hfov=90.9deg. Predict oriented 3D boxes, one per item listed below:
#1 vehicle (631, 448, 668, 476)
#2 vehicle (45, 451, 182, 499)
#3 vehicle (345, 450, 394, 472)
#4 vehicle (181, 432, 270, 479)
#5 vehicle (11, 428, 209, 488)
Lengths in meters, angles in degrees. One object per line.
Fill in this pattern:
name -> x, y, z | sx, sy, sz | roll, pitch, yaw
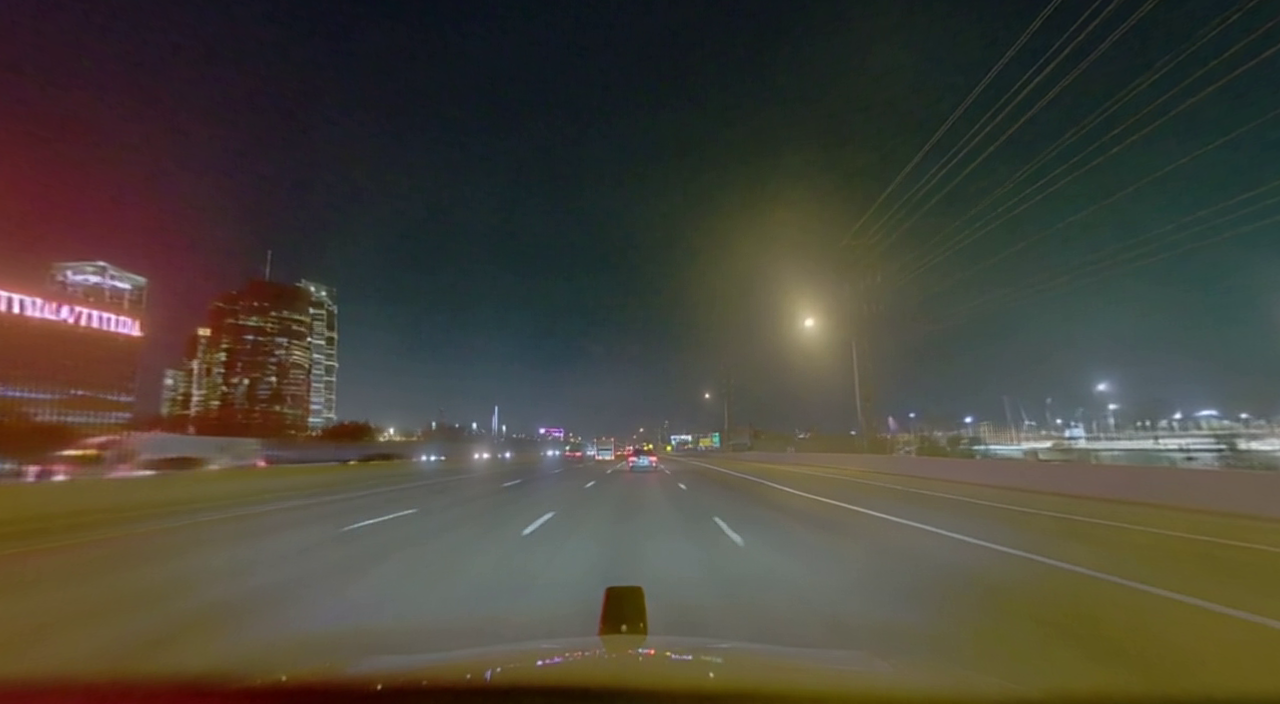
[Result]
vehicle -> 0.474, 5.965, 34.485 | 1.891, 1.444, 3.968 | 0, -8, 0
vehicle -> -16.581, 3.847, 20.080 | 1.440, 1.339, 3.287 | -1, -9, 2
vehicle -> -20.388, 8.196, 47.658 | 1.865, 1.501, 3.752 | -1, -8, 3
vehicle -> -30.399, 7.550, 46.544 | 2.799, 3.222, 5.239 | -1, -7, 1
vehicle -> -30.329, 6.110, 36.987 | 3.093, 3.028, 9.516 | -1, -8, 2
